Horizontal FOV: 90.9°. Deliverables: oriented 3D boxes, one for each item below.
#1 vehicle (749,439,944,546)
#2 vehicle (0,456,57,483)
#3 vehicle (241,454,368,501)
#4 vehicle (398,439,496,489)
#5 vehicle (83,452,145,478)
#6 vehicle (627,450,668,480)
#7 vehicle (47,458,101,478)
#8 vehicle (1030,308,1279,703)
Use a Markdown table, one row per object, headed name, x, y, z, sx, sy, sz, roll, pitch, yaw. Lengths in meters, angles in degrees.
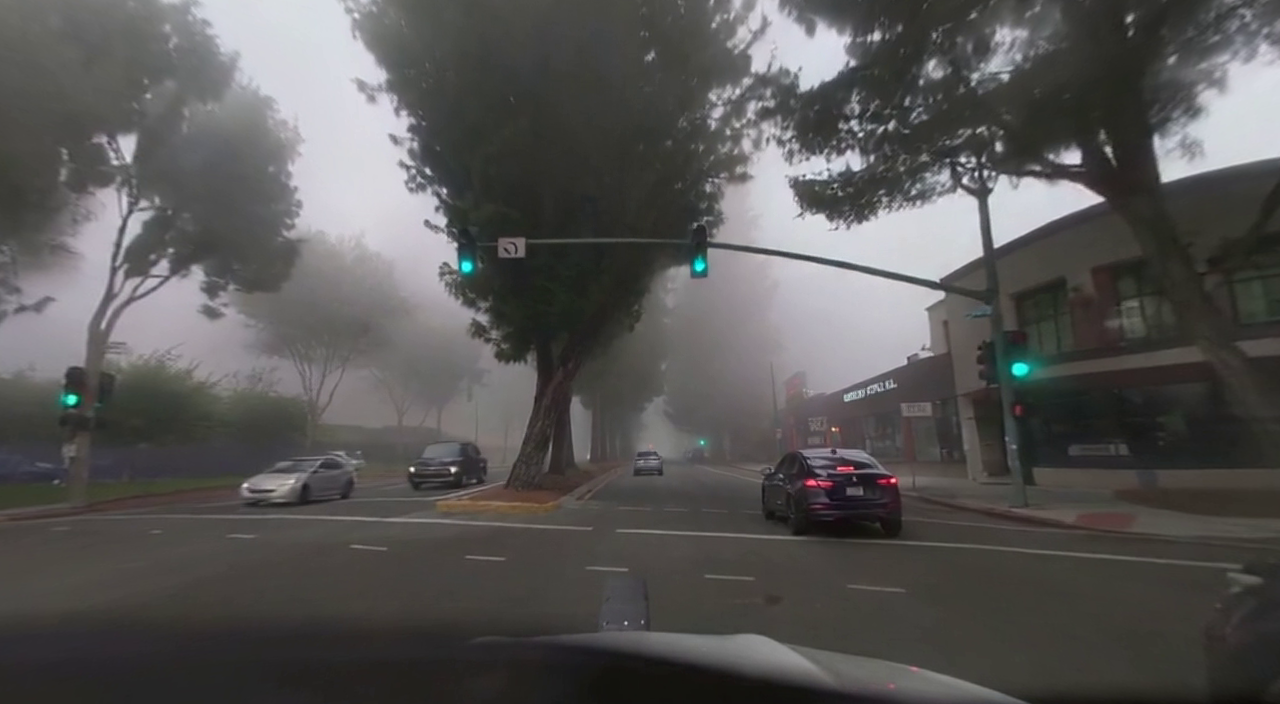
| name | x | y | z | sx | sy | sz | roll | pitch | yaw |
| --- | --- | --- | --- | --- | --- | --- | --- | --- | --- |
| vehicle | 3.279 | 2.295 | 10.996 | 1.989 | 1.498 | 4.050 | 0 | -8 | -1 |
| vehicle | -44.373 | 8.249 | 44.435 | 4.430 | 1.765 | 2.075 | 0 | -9 | 1 |
| vehicle | -11.986 | 4.497 | 22.978 | 2.022 | 1.459 | 4.670 | 0 | -8 | 1 |
| vehicle | -8.178 | 4.784 | 27.456 | 2.329 | 1.921 | 5.842 | 0 | -8 | 1 |
| vehicle | -41.174 | 8.800 | 49.459 | 1.843 | 1.902 | 4.182 | 2 | -9 | -12 |
| vehicle | 0.365 | 5.596 | 31.455 | 1.945 | 1.343 | 3.827 | 0 | -8 | 1 |
| vehicle | -44.480 | 9.096 | 49.594 | 1.681 | 1.455 | 4.021 | 2 | -10 | -20 |
| vehicle | 3.098 | 0.590 | 0.962 | 2.143 | 1.759 | 4.531 | 0 | -9 | 1 |
